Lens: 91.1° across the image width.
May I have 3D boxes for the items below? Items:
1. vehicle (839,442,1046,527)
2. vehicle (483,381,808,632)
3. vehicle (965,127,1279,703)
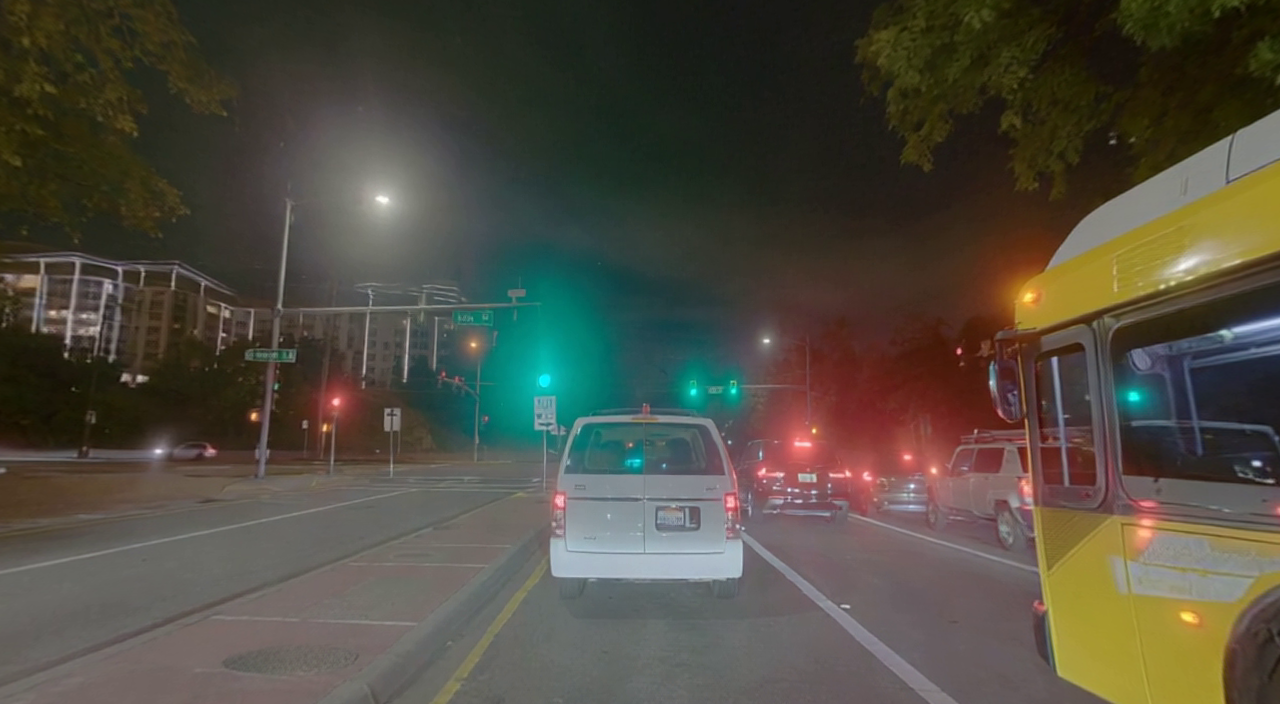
[{"bbox_3d":[5.978,2.637,13.226,1.987,1.457,4.675,0,-8,-1],"label":"vehicle"},{"bbox_3d":[0.012,1.474,7.007,2.381,1.842,4.603,0,-8,-1],"label":"vehicle"},{"bbox_3d":[2.613,0.316,0.427,2.037,2.065,5.037,0,-8,0],"label":"vehicle"}]
